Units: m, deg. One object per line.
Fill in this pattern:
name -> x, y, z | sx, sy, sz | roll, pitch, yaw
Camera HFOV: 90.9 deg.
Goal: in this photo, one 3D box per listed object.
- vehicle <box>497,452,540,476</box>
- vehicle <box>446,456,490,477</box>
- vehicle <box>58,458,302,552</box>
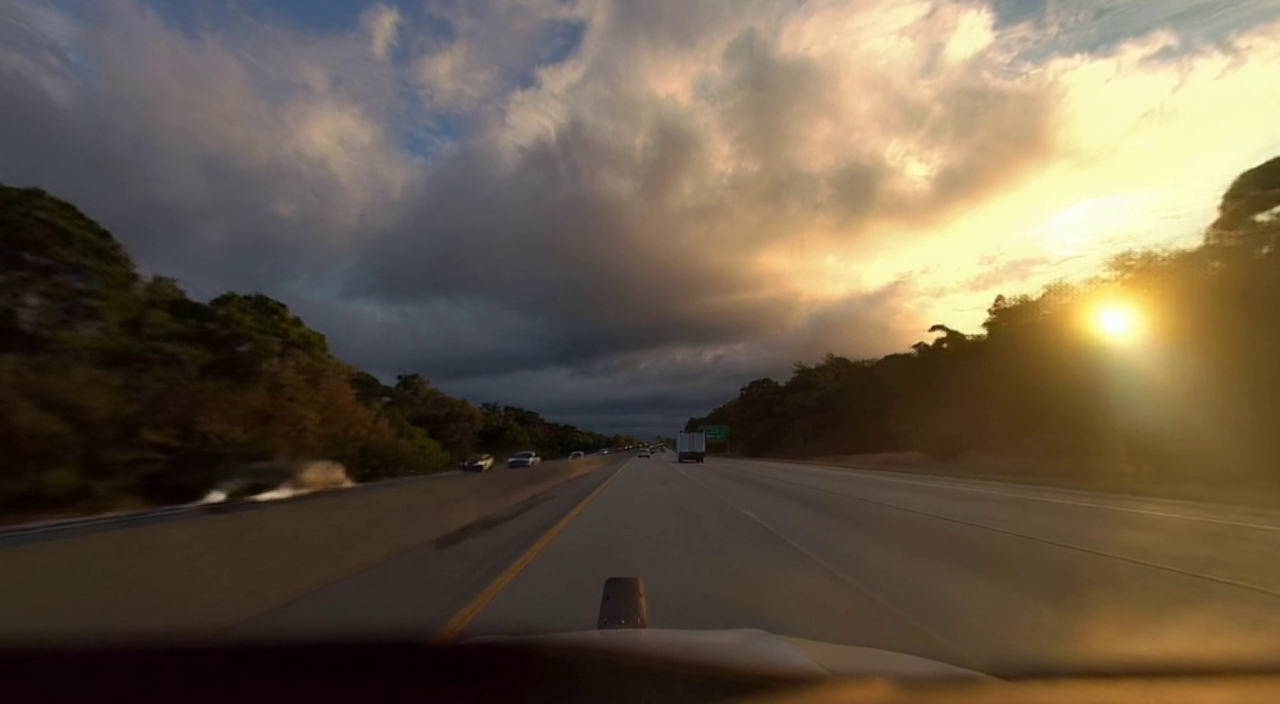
vehicle -> -8.309, 7.735, 43.641 | 2.003, 1.517, 4.753 | 0, -9, 0
vehicle -> -12.685, 8.456, 46.750 | 1.975, 1.470, 4.375 | 0, -9, 1
vehicle -> -8.587, 2.845, 12.285 | 1.837, 1.461, 3.814 | 0, -9, 0
